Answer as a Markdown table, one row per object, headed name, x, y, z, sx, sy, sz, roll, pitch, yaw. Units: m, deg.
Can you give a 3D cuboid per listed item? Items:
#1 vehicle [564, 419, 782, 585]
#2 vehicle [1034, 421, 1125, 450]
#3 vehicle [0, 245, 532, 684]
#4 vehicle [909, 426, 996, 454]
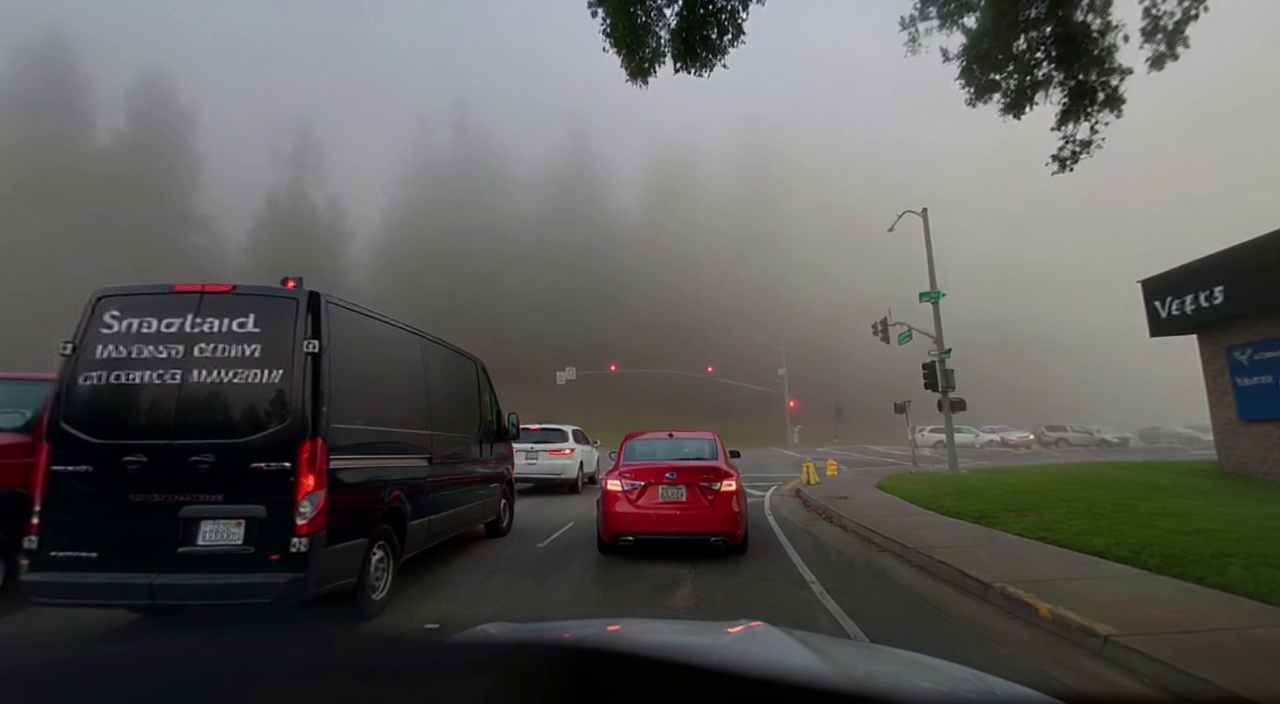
| name | x | y | z | sx | sy | sz | roll | pitch | yaw |
| --- | --- | --- | --- | --- | --- | --- | --- | --- | --- |
| vehicle | 0.572 | 1.955 | 9.123 | 2.398 | 1.773 | 4.254 | -1 | -8 | 6 |
| vehicle | 32.037 | 6.093 | 45.950 | 5.084 | 2.041 | 2.360 | 1 | -8 | -9 |
| vehicle | -3.070 | 1.125 | 7.243 | 2.555 | 3.035 | 5.702 | 0 | -8 | 1 |
| vehicle | 21.981 | 6.200 | 44.293 | 5.021 | 1.848 | 2.210 | 1 | -8 | -9 |
